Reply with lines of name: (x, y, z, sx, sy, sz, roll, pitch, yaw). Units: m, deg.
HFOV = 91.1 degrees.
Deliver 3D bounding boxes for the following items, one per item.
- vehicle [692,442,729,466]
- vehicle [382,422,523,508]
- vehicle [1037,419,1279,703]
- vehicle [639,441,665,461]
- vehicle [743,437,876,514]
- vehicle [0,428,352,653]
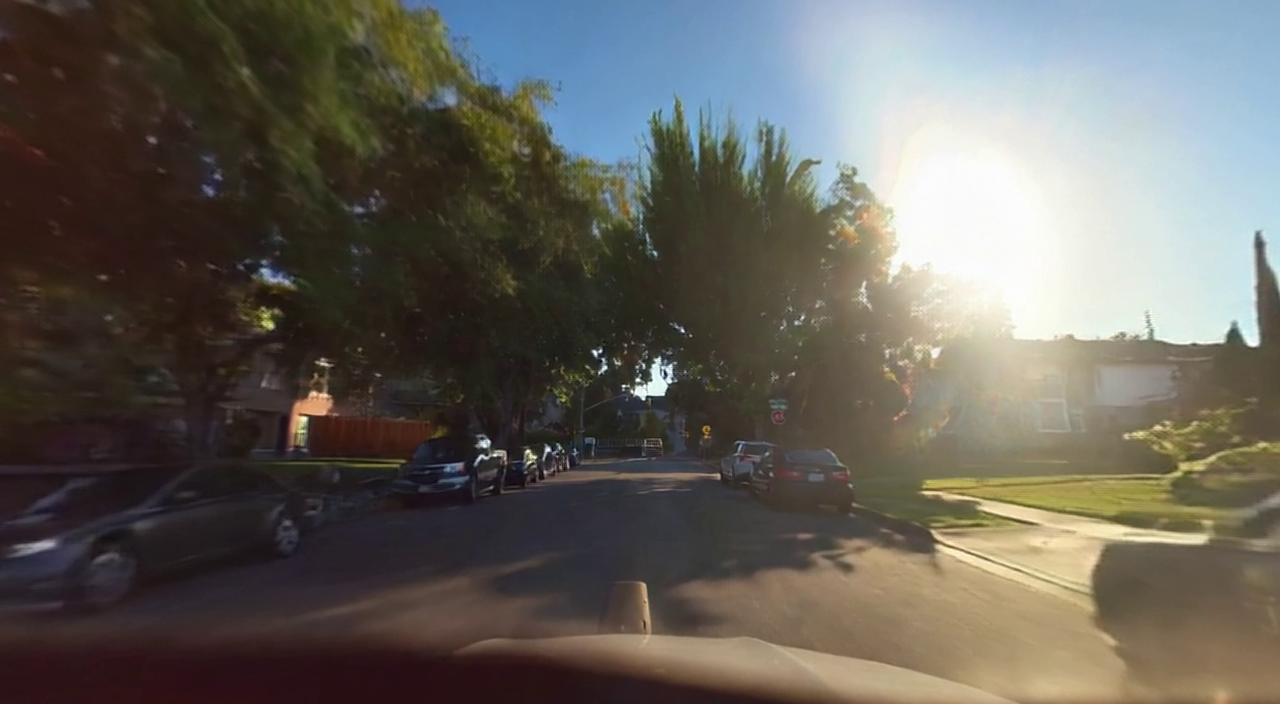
vehicle: (4.528, 6.609, 40.817, 1.876, 1.477, 4.324, 0, -8, 0)
vehicle: (-4.685, 2.899, 16.612, 2.162, 1.857, 4.758, 2, -8, 1)
vehicle: (3.600, 0.937, 1.883, 1.871, 1.514, 4.553, 0, -8, 1)
vehicle: (0.944, 7.795, 49.636, 2.010, 1.499, 4.107, 0, -8, 1)
vehicle: (3.759, 2.809, 14.901, 1.987, 1.518, 4.686, 0, -8, 2)
vehicle: (-5.198, 1.616, 6.713, 1.872, 1.515, 4.535, 1, -8, 3)
